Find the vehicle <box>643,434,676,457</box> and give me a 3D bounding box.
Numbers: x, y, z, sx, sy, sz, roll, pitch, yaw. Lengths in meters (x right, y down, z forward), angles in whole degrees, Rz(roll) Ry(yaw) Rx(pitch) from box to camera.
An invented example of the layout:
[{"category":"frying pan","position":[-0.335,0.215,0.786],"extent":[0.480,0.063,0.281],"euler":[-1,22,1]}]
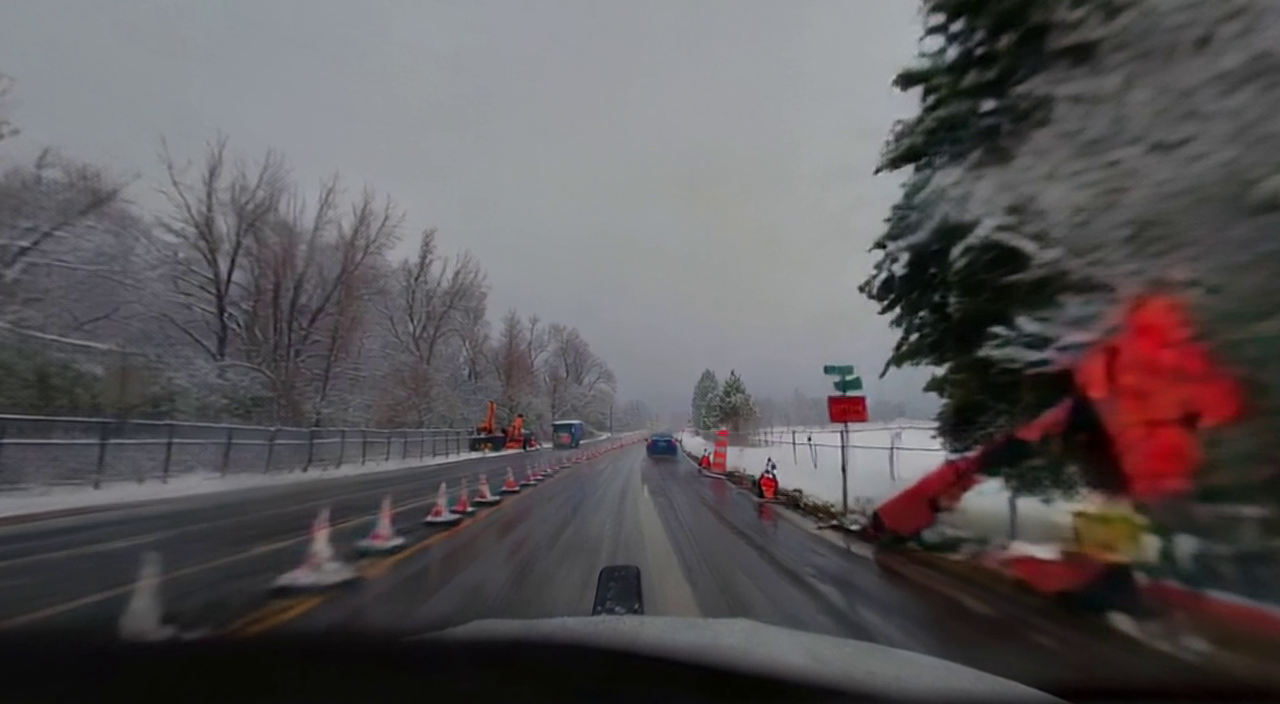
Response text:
[{"category":"vehicle","position":[1.368,6.450,43.500],"extent":[2.172,1.486,3.581],"euler":[-1,-9,2]}]
